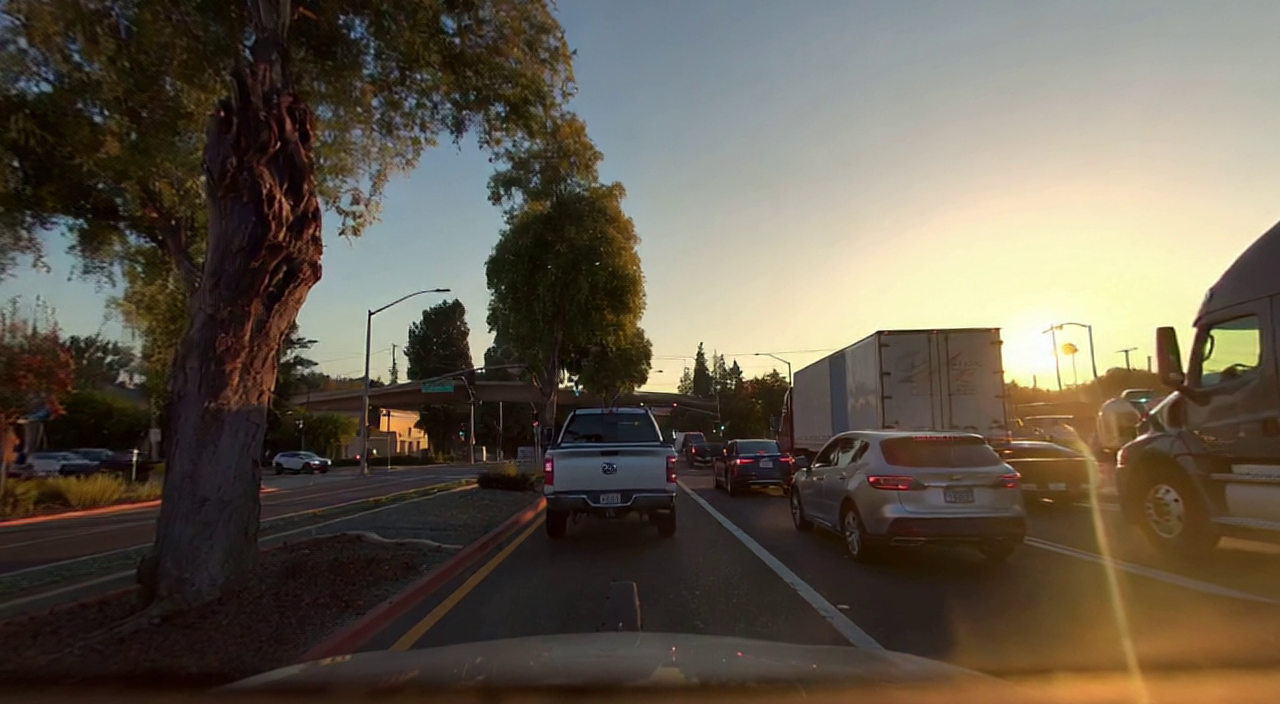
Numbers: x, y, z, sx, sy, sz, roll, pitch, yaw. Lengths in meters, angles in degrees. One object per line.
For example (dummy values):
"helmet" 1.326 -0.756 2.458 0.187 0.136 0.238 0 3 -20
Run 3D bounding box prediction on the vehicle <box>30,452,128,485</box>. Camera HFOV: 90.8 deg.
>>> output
"vehicle" -28.580 5.912 32.358 1.730 1.534 3.922 1 -9 -7

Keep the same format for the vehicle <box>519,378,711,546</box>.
"vehicle" -0.362 1.820 10.883 2.499 2.183 5.111 0 -9 -1

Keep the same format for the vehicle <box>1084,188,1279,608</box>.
"vehicle" 6.524 0.103 3.339 2.802 3.322 7.429 0 -9 0

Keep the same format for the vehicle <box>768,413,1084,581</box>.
"vehicle" 3.255 1.765 8.611 1.905 1.587 4.998 0 -9 -1

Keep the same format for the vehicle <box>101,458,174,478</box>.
"vehicle" -38.185 8.806 48.014 4.150 1.474 1.826 -1 -9 6
